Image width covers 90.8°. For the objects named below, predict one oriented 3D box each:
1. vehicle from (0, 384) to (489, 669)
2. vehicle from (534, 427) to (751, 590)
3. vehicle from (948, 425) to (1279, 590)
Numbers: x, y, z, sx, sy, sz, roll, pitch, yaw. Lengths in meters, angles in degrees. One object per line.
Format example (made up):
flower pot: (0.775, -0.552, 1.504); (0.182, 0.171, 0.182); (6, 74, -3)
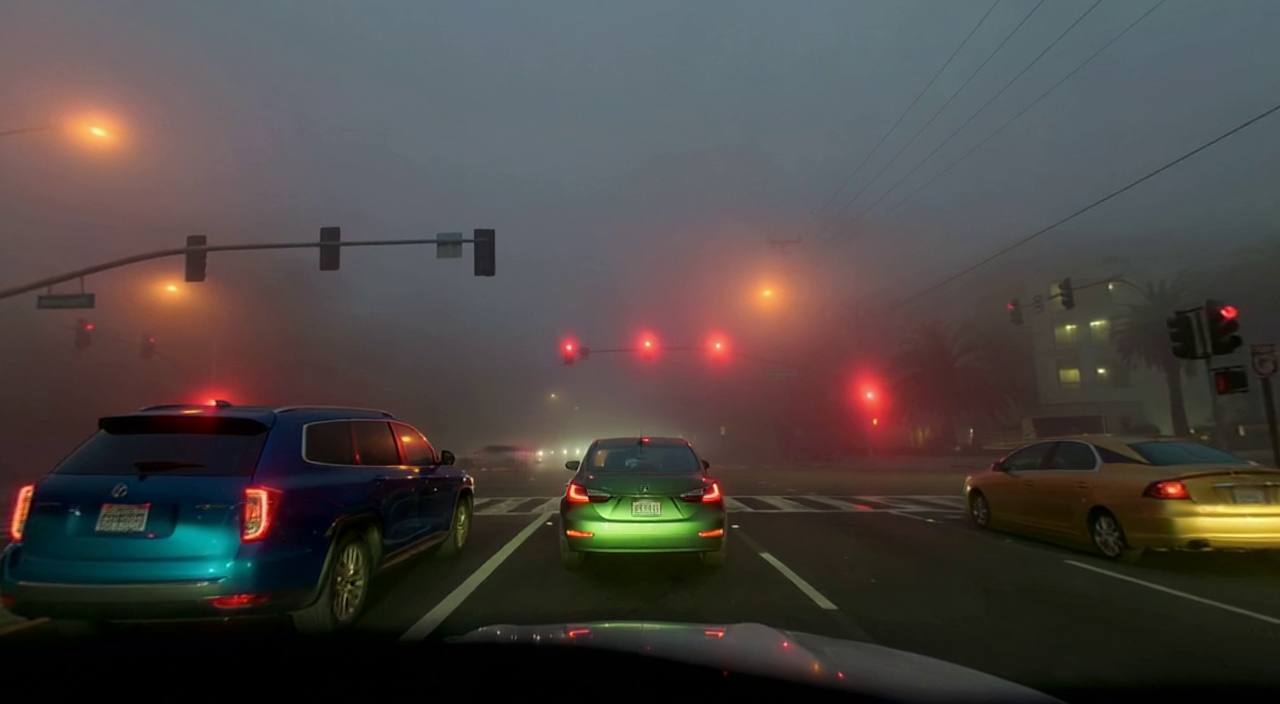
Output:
vehicle: (-3.102, 1.366, 6.085); (2.051, 1.682, 4.467); (0, -8, 2)
vehicle: (-0.007, 1.707, 7.730); (1.942, 1.445, 3.973); (0, -8, -1)
vehicle: (6.086, 1.759, 8.098); (1.970, 1.489, 4.482); (0, -8, -1)
